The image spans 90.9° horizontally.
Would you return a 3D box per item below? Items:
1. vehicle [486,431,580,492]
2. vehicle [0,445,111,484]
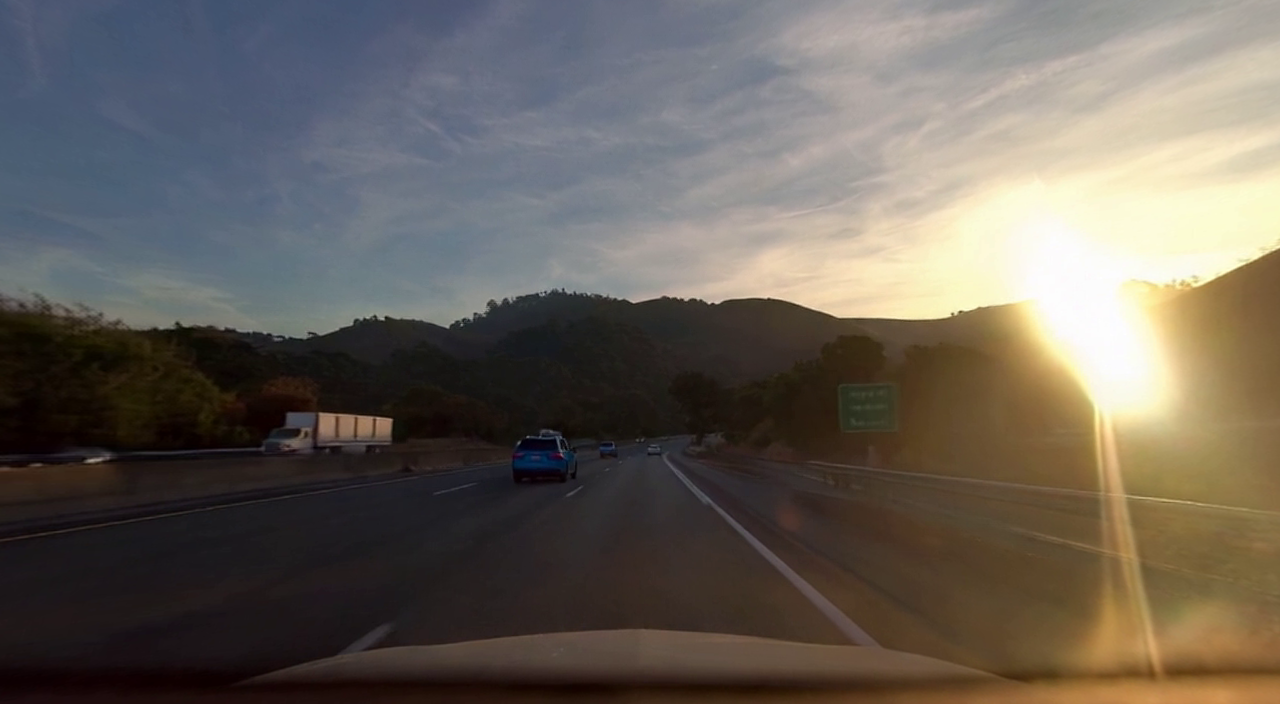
[{"bbox_3d":[-3.278,3.476,20.321,2.138,1.718,4.415,0,-8,1],"label":"vehicle"},{"bbox_3d":[-24.584,4.556,25.880,1.947,1.470,4.344,0,-8,1],"label":"vehicle"}]
